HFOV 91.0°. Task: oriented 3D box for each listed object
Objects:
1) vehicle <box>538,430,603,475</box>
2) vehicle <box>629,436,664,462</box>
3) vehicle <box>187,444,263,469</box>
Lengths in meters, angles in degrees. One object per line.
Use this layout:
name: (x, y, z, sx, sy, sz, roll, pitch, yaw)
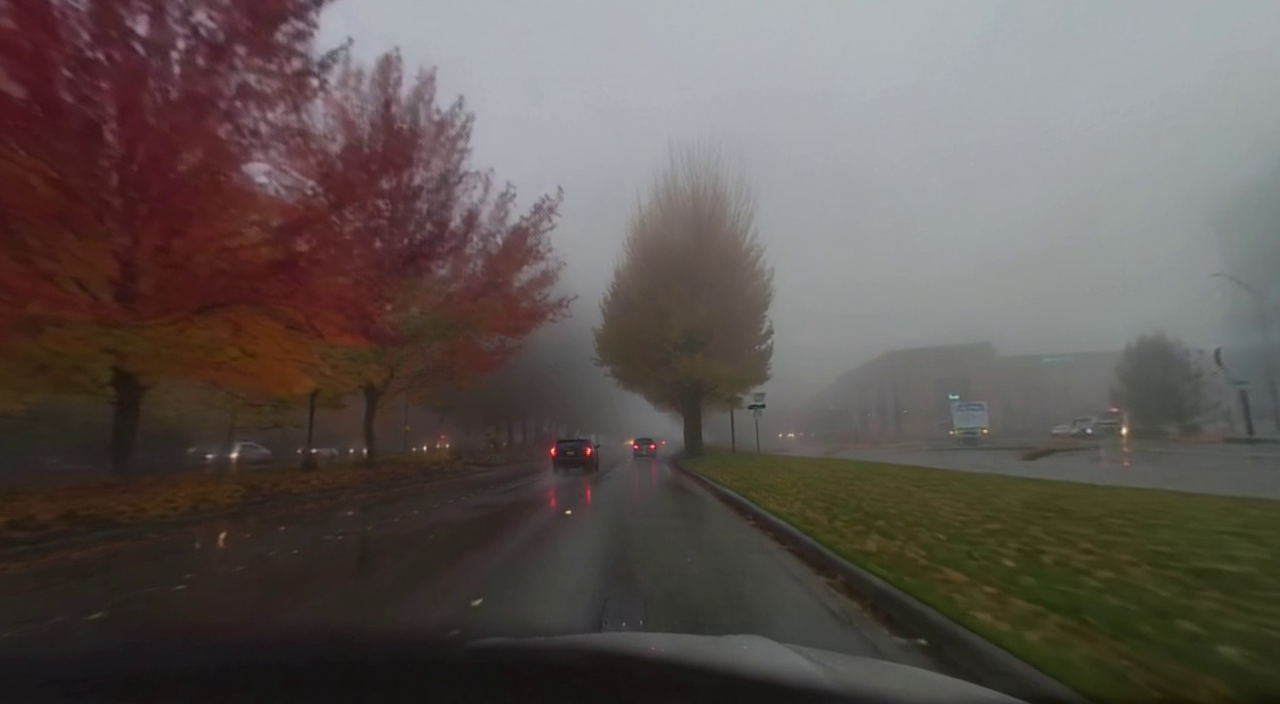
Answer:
vehicle: (-2.836, 4.233, 26.747, 2.197, 1.709, 4.069, 0, -8, 2)
vehicle: (0.363, 5.983, 38.993, 2.040, 1.493, 3.682, 0, -8, 0)
vehicle: (-27.769, 6.976, 42.292, 1.834, 1.473, 4.642, 0, -8, 1)
